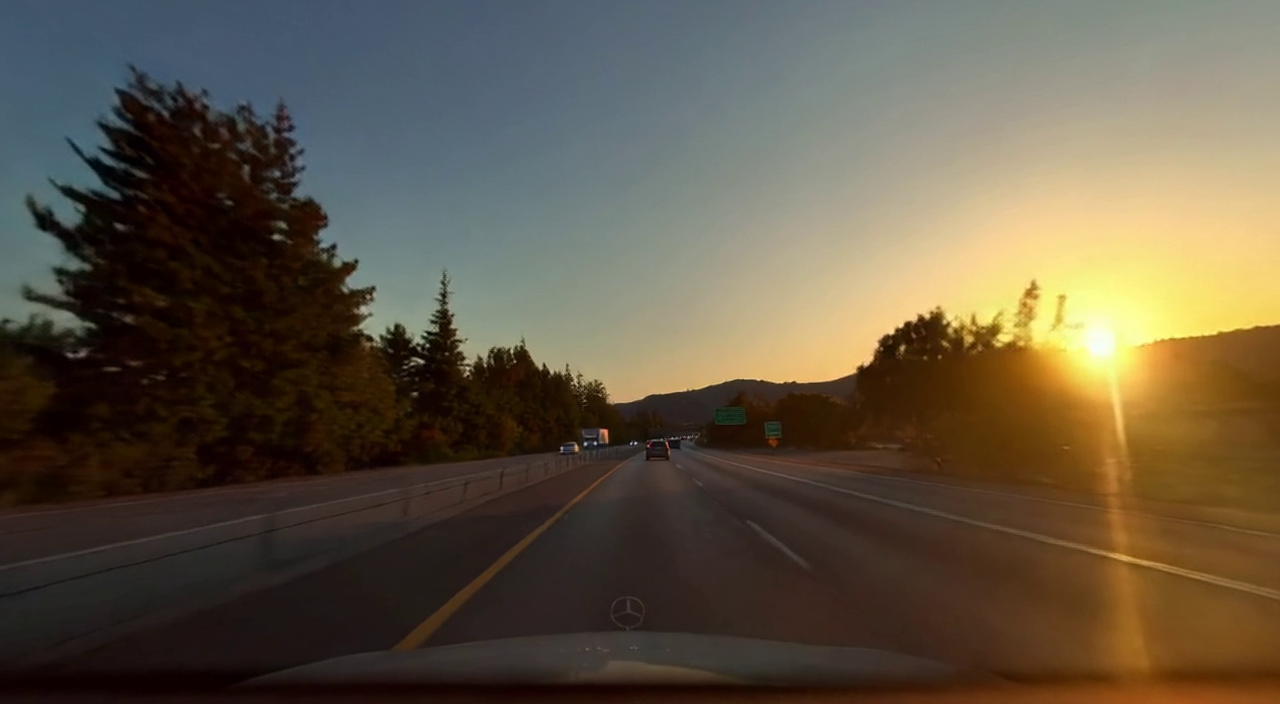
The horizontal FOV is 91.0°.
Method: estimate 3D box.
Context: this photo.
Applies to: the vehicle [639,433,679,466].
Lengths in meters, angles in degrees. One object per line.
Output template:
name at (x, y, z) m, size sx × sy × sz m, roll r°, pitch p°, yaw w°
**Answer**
vehicle at (1.174, 6.044, 39.118) m, size 2.301 × 1.944 × 4.554 m, roll 0°, pitch -8°, yaw 2°
